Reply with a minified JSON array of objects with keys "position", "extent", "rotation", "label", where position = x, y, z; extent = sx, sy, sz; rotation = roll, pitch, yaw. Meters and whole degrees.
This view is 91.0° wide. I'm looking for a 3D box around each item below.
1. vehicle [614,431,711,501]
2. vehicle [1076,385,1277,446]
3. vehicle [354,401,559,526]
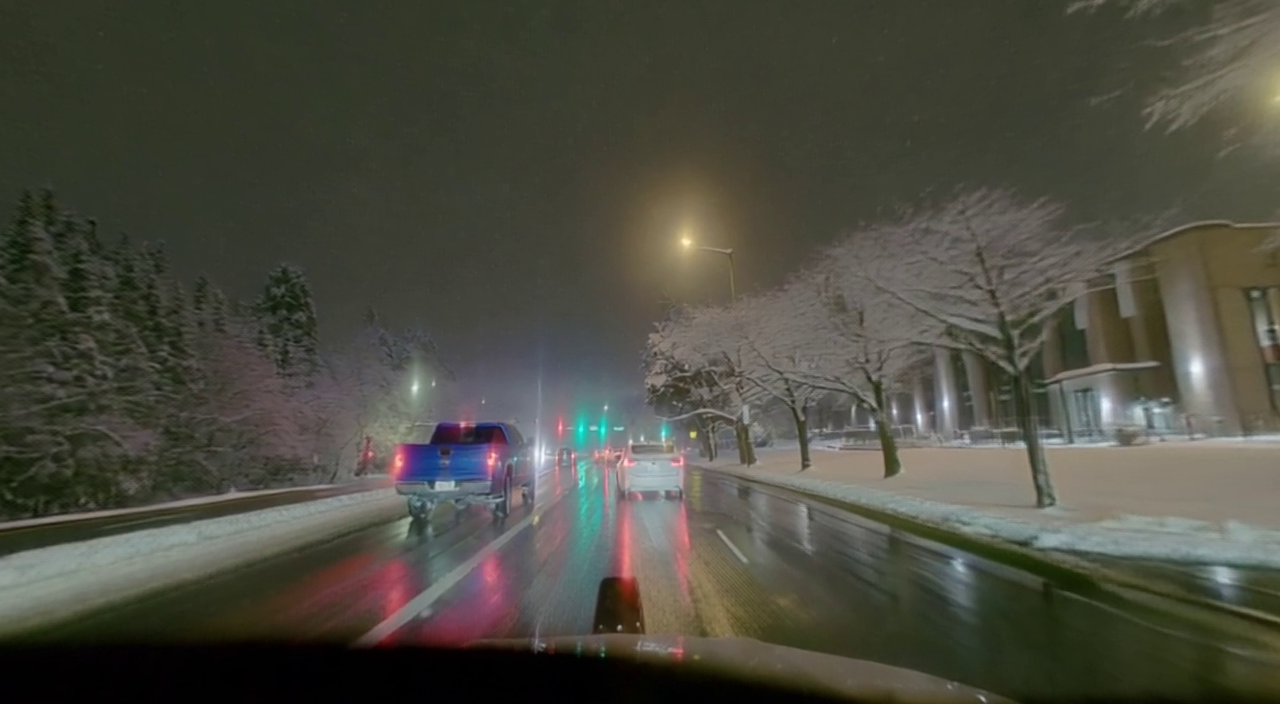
[{"position":[0.426,2.852,16.156],"extent":[2.142,1.528,4.133],"rotation":[0,-9,-3],"label":"vehicle"},{"position":[22.693,2.831,27.100],"extent":[6.027,2.377,2.245],"rotation":[-4,-10,27],"label":"vehicle"},{"position":[-3.300,2.208,12.978],"extent":[2.512,1.992,5.725],"rotation":[0,-9,0],"label":"vehicle"}]
